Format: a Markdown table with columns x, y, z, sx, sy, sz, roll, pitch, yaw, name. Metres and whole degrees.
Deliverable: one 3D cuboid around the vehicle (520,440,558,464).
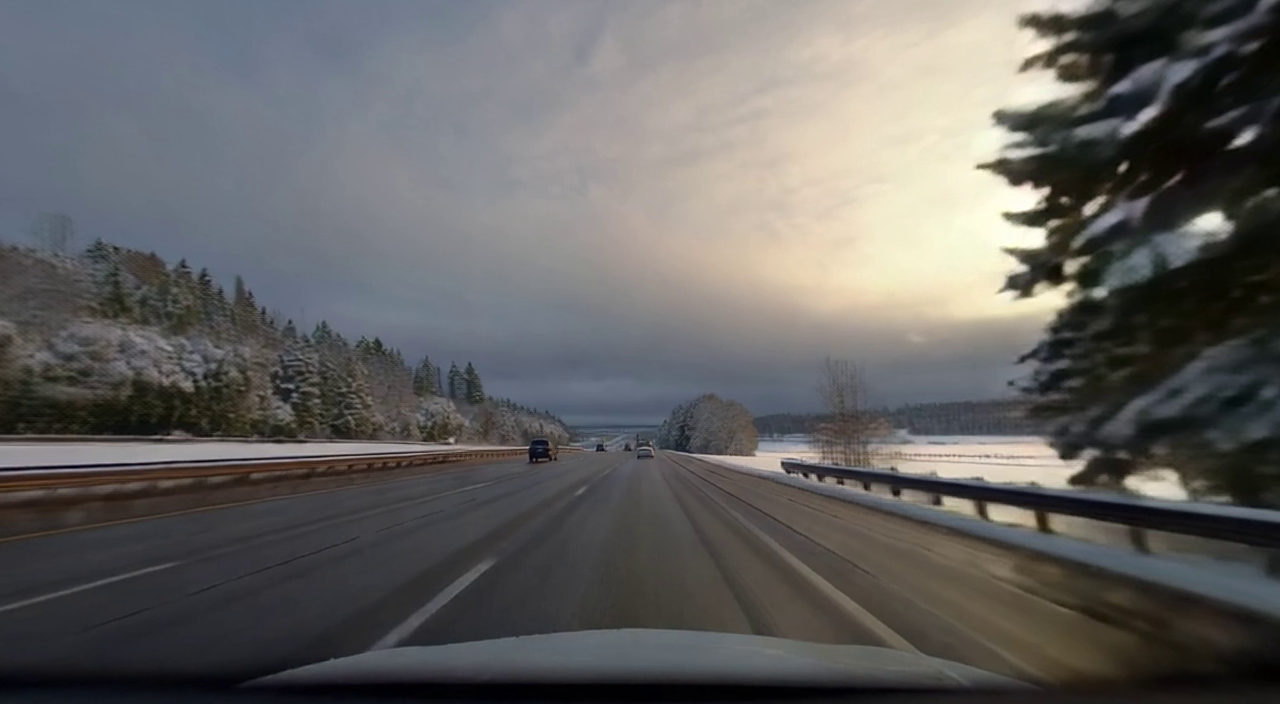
| x | y | z | sx | sy | sz | roll | pitch | yaw | name |
| --- | --- | --- | --- | --- | --- | --- | --- | --- | --- |
| -7.154 | 7.116 | 44.888 | 1.972 | 1.603 | 3.891 | 0 | -8 | 1 | vehicle |
